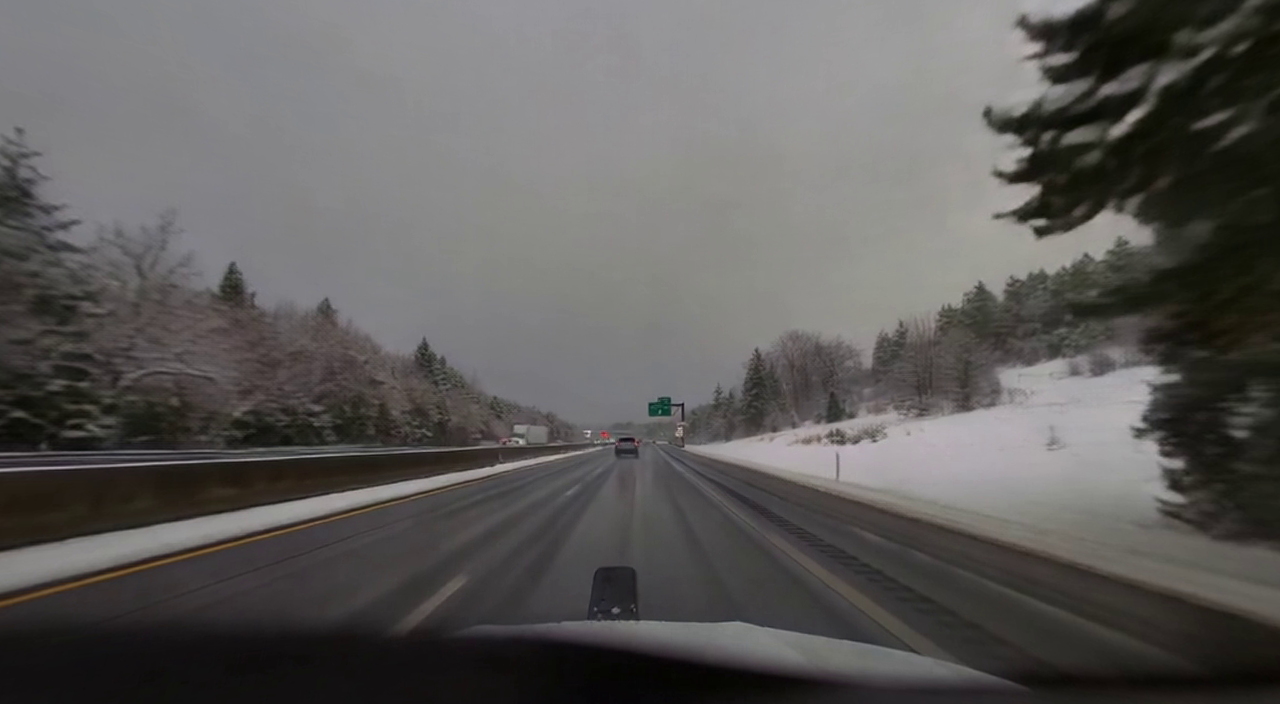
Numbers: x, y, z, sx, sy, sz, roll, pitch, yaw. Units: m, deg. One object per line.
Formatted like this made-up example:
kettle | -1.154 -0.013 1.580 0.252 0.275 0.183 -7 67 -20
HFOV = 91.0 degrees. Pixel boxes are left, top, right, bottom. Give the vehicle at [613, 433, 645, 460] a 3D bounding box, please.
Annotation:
vehicle | -0.805 6.910 46.218 2.188 1.825 4.282 0 -8 -1

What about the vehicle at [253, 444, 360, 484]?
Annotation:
vehicle | -13.390 4.492 25.612 1.993 1.465 4.260 -1 -8 0
